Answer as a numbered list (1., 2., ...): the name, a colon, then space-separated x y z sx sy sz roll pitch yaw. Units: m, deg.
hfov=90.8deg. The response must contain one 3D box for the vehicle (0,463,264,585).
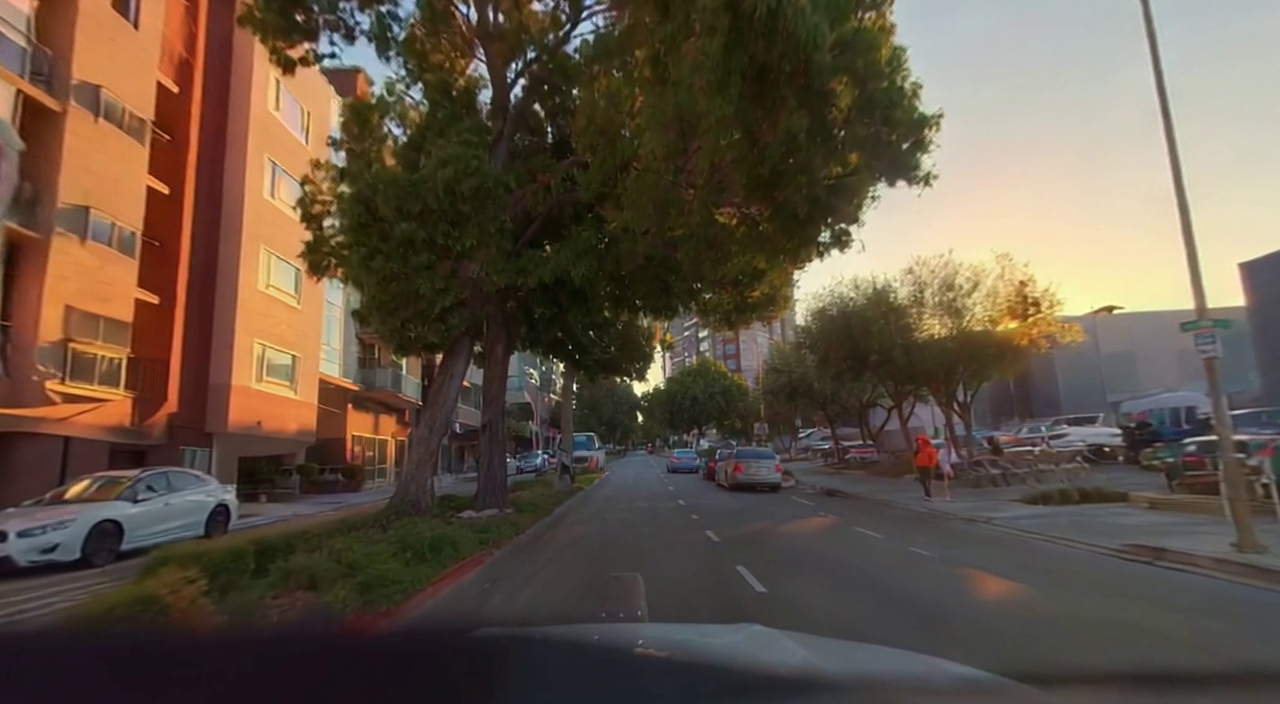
1. vehicle: -8.711 2.711 10.761 2.007 1.503 4.343 0 -8 -1

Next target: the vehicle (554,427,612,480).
1. vehicle: -2.974 5.502 34.492 2.317 2.596 6.053 0 -8 2

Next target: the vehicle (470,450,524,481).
1. vehicle: -8.887 7.086 39.650 2.256 1.802 4.333 0 -8 2

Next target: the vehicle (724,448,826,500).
1. vehicle: 4.620 3.999 21.187 1.858 1.491 4.329 -6 -10 33
